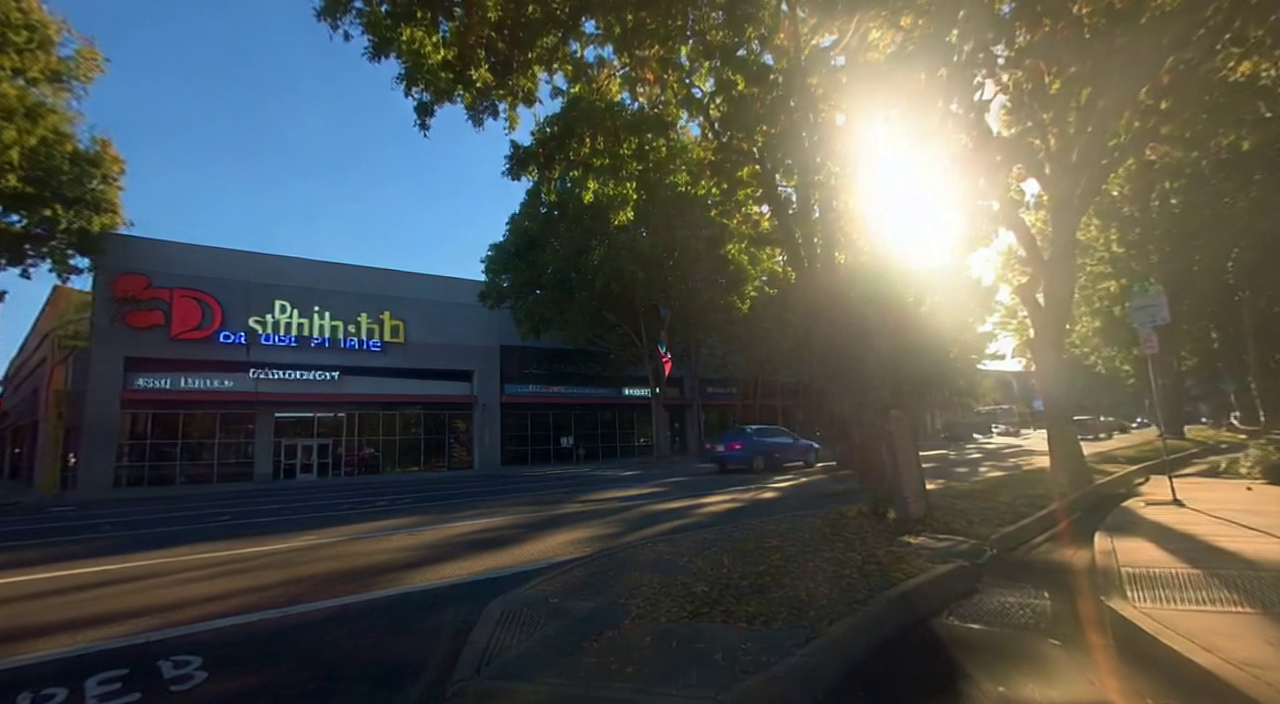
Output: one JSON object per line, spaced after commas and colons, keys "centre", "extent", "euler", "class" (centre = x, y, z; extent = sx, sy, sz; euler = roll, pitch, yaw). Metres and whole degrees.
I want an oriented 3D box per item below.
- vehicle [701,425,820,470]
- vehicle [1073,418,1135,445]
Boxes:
{"centre": [4.409, 3.427, 22.682], "extent": [4.415, 1.464, 1.890], "euler": [8, -12, -42], "class": "vehicle"}
{"centre": [28.140, 4.883, 38.281], "extent": [4.182, 1.536, 1.885], "euler": [7, -11, -38], "class": "vehicle"}
